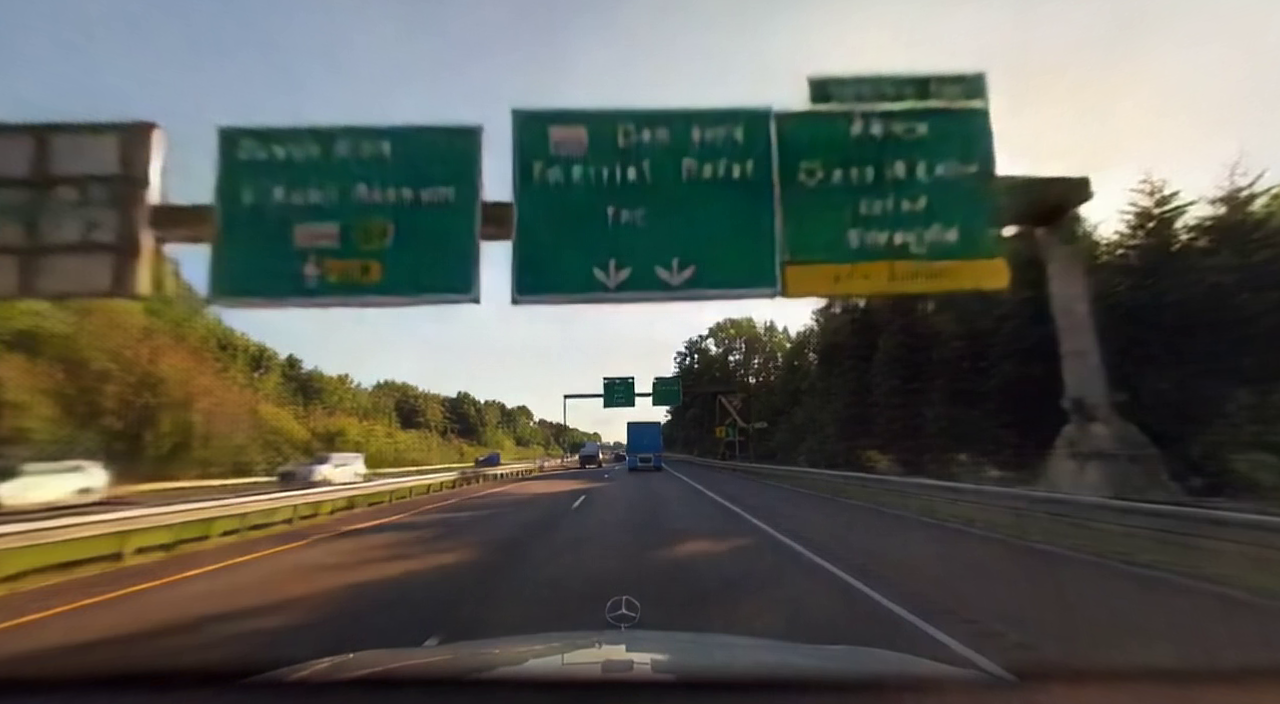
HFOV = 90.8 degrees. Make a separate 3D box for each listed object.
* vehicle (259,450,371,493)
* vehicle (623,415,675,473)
[{"bbox_3d":[-12.340,4.536,24.324,1.979,1.498,4.431,0,-9,-1],"label":"vehicle"},{"bbox_3d":[0.340,7.360,49.982,3.341,3.725,18.015,0,-9,-1],"label":"vehicle"}]
